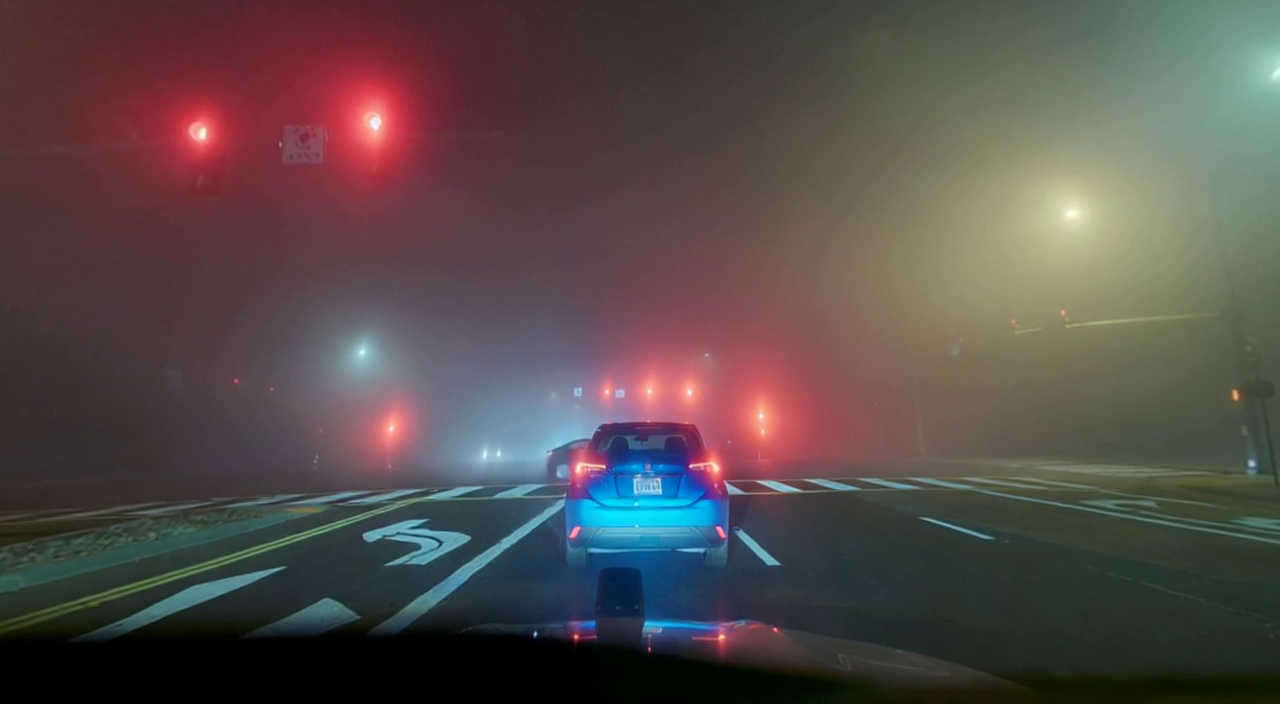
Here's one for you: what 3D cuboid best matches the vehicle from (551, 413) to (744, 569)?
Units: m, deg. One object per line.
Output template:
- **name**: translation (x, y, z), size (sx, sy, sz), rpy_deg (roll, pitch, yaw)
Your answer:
- **vehicle**: translation (0.038, 1.758, 8.712), size (2.027, 1.626, 3.942), rpy_deg (0, -8, -1)
